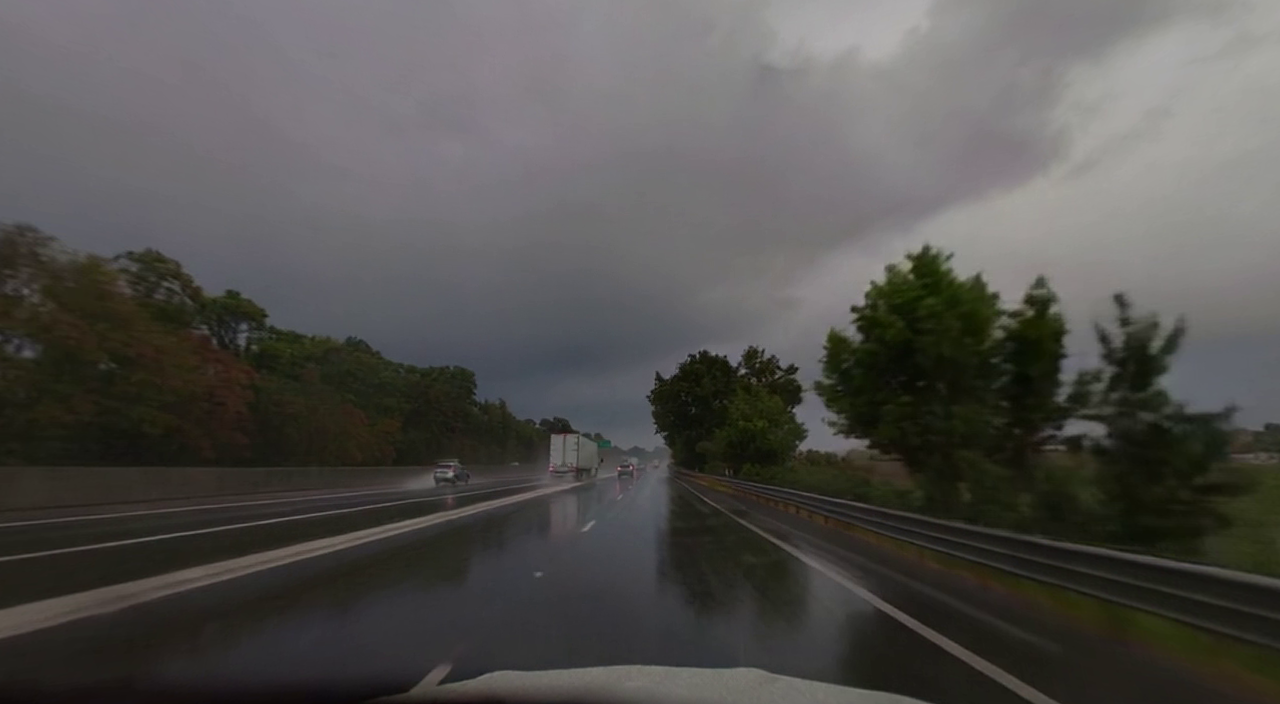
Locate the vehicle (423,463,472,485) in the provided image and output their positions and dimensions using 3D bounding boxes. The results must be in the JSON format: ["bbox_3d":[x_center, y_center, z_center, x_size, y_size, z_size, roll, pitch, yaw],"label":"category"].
[{"bbox_3d":[-13.110,8.324,43.073,1.745,1.430,4.252,0,-10,4],"label":"vehicle"}]
